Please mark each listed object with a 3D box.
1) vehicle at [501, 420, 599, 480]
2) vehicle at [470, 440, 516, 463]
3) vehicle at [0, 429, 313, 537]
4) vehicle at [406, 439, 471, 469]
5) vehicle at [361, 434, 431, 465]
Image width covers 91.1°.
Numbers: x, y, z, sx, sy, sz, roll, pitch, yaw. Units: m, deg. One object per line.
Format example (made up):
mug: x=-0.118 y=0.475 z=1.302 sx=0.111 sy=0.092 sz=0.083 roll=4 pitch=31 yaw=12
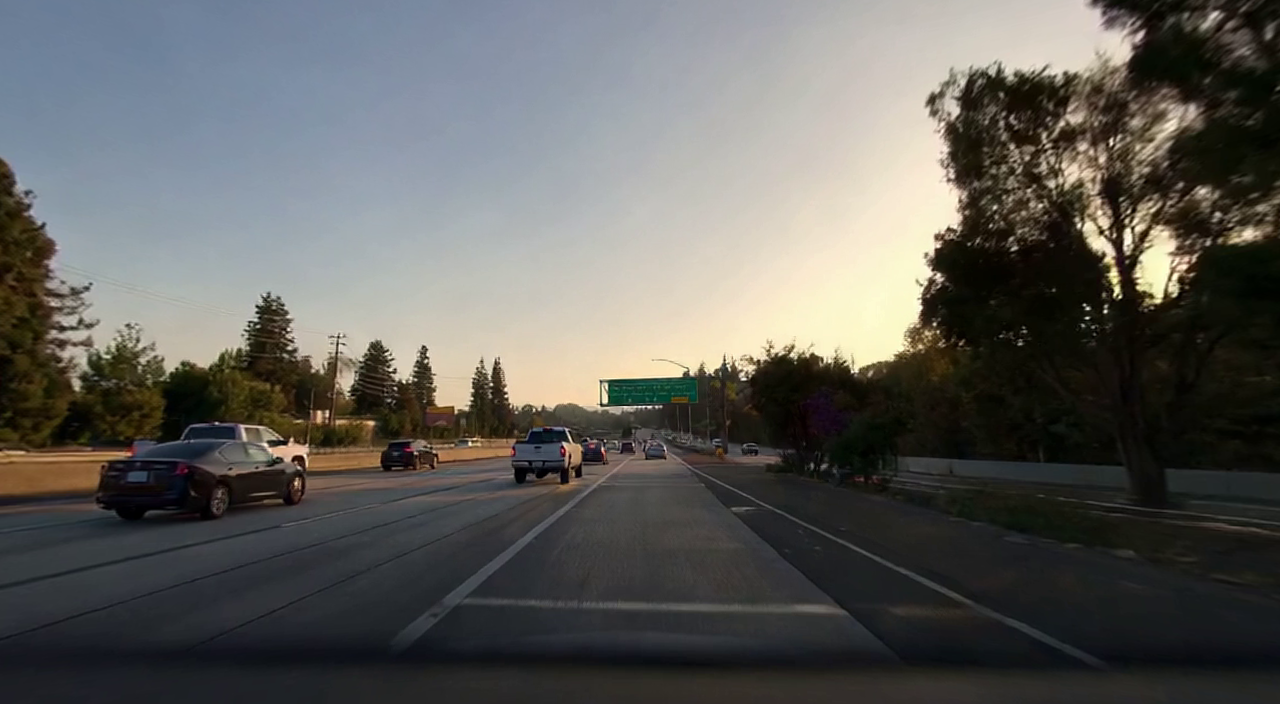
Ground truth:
vehicle: x=-3.379 y=3.932 z=25.407 sx=2.815 sy=2.092 sz=6.526 roll=0 pitch=-8 yaw=2
vehicle: x=-10.178 y=6.901 z=43.793 sx=1.915 sy=1.472 sz=4.502 roll=-1 pitch=-8 yaw=3
vehicle: x=-8.004 y=2.153 z=11.034 sx=1.964 sy=1.481 sz=4.425 roll=-1 pitch=-8 yaw=3
vehicle: x=-10.657 y=5.419 z=33.567 sx=1.884 sy=1.453 sz=4.579 roll=0 pitch=-8 yaw=2
vehicle: x=-14.417 y=5.801 z=37.450 sx=2.090 sy=1.707 sz=4.747 roll=-1 pitch=-8 yaw=3
